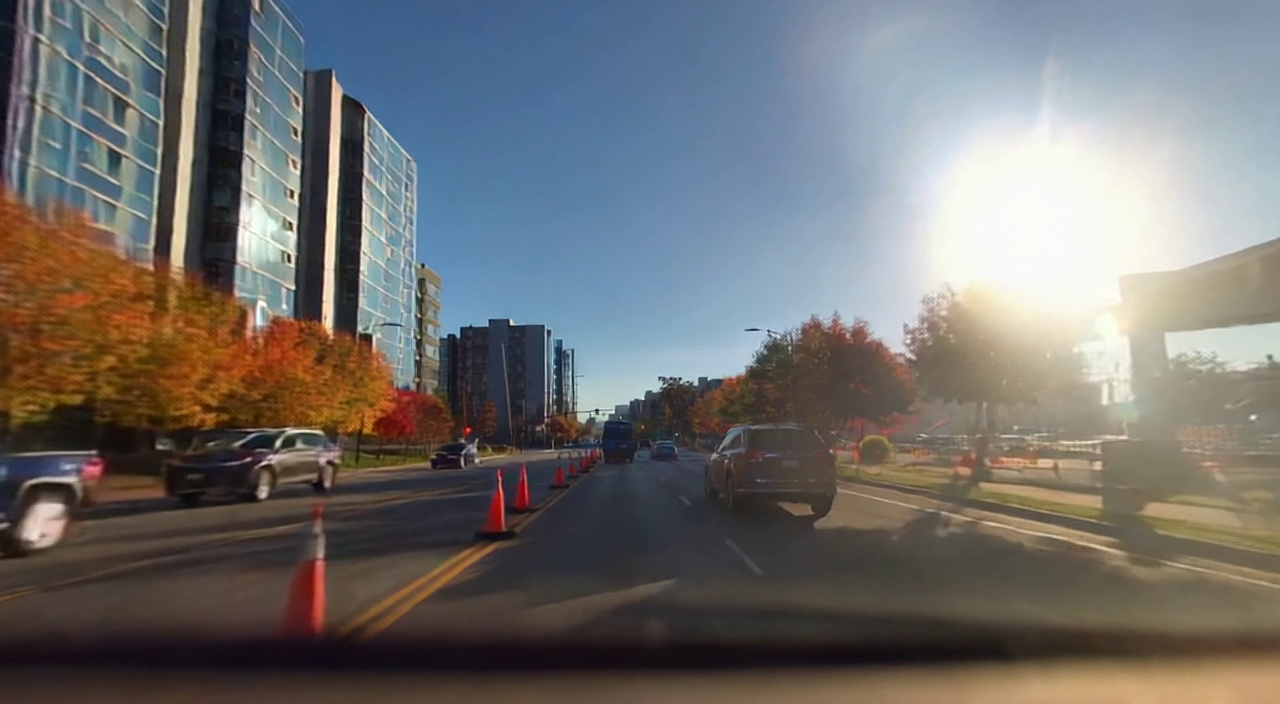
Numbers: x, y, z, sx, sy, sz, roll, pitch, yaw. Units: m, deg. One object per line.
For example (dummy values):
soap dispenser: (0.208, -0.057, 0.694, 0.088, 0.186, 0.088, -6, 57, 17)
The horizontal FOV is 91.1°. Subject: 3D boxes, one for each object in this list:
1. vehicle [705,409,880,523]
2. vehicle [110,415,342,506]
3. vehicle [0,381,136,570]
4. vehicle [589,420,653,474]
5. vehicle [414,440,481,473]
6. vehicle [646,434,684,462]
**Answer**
vehicle: (2.768, 2.275, 13.032, 2.120, 1.828, 5.531, 0, -9, -1)
vehicle: (-10.050, 2.687, 15.932, 2.192, 1.923, 4.970, 0, -9, 5)
vehicle: (-7.689, 1.132, 5.256, 2.296, 1.911, 5.688, -2, -8, -1)
vehicle: (-0.936, 4.570, 30.304, 2.762, 2.309, 6.723, 1, -9, -2)
vehicle: (-9.666, 5.266, 31.885, 1.997, 1.512, 4.322, 0, -9, 1)
vehicle: (1.715, 6.832, 44.602, 2.187, 1.835, 5.471, 1, -8, -3)
